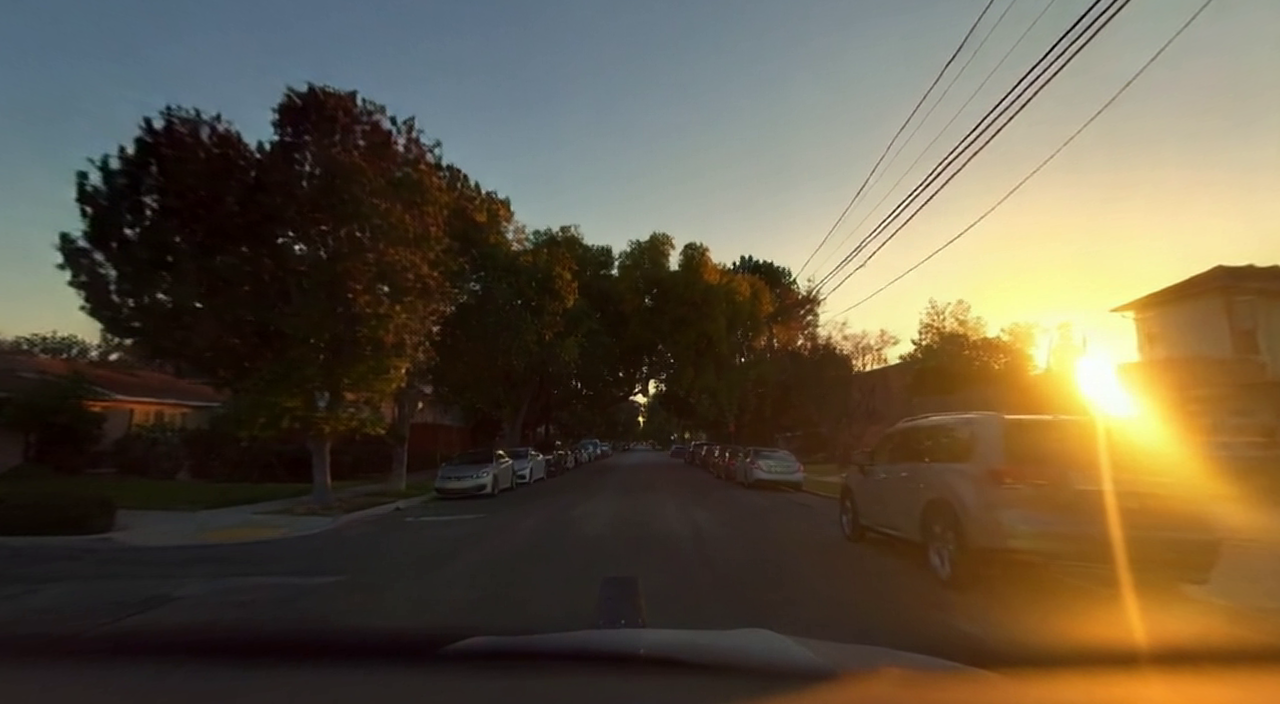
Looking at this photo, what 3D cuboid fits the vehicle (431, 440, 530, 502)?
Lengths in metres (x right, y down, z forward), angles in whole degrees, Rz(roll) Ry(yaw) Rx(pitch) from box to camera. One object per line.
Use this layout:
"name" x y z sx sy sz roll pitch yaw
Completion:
"vehicle" -4.462 3.363 18.258 1.870 1.562 4.212 0 -8 -2

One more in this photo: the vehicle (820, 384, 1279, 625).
"vehicle" 4.086 1.579 7.611 2.215 1.897 5.131 0 -8 0

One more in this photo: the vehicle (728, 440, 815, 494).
"vehicle" 4.119 3.665 20.452 1.862 1.525 4.421 0 -8 0
